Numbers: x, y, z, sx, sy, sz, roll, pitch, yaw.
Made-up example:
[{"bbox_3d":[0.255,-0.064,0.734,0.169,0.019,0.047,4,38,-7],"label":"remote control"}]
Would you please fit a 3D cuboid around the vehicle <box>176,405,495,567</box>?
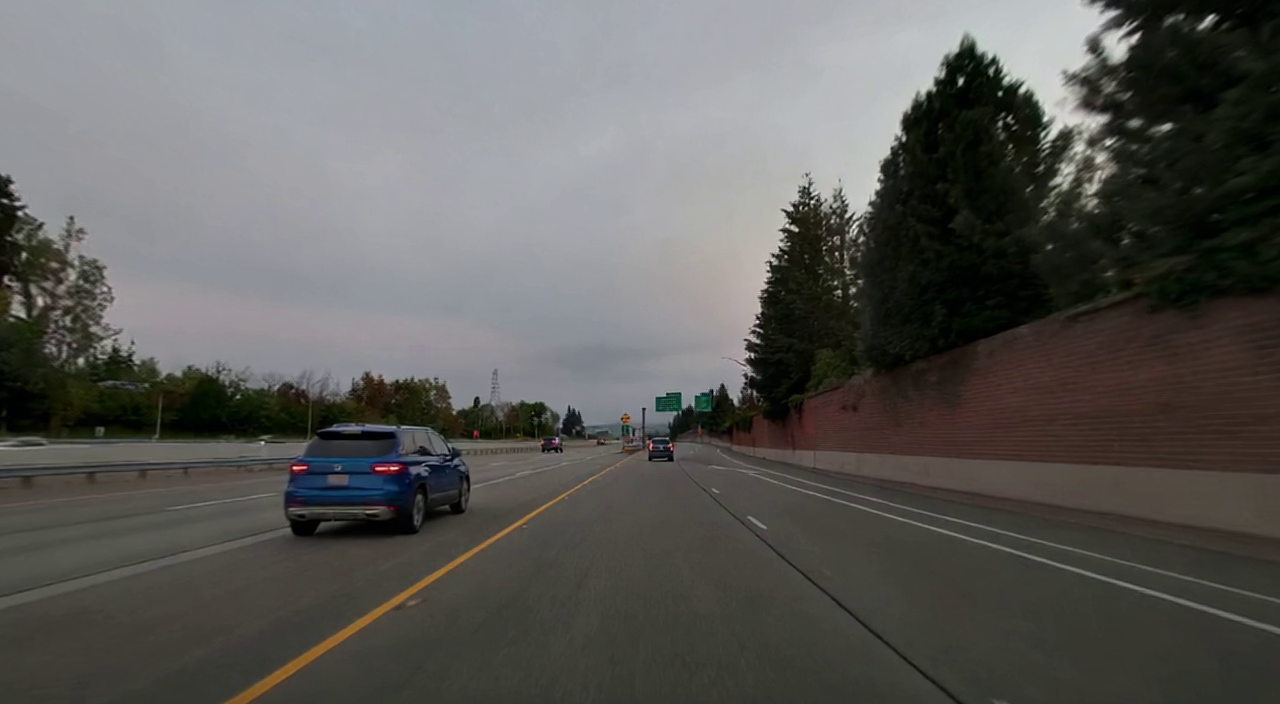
[{"bbox_3d":[-3.799,1.777,9.141,2.151,1.707,4.759,0,-8,1],"label":"vehicle"}]
